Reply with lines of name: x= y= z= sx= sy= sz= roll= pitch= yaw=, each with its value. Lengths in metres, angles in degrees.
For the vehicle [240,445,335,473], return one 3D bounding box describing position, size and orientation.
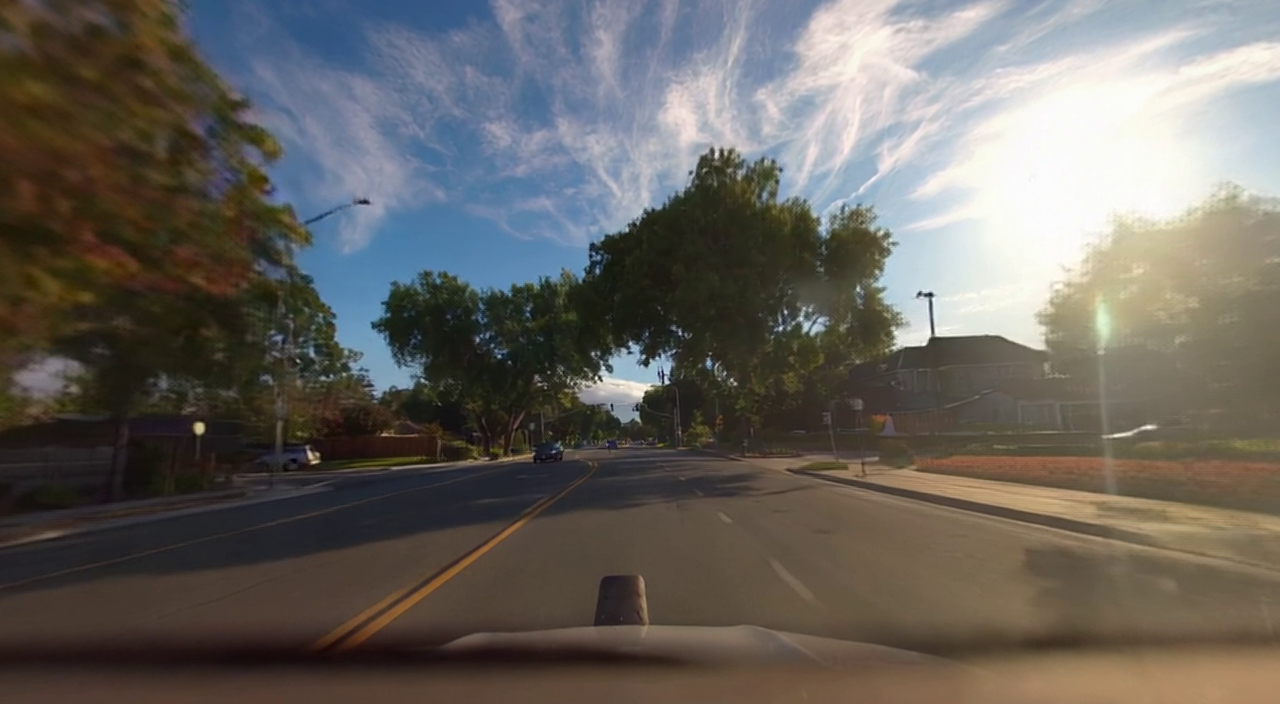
vehicle: x=-26.020 y=7.890 z=46.924 sx=2.239 sy=1.961 sz=5.660 roll=-6 pitch=-10 yaw=33
